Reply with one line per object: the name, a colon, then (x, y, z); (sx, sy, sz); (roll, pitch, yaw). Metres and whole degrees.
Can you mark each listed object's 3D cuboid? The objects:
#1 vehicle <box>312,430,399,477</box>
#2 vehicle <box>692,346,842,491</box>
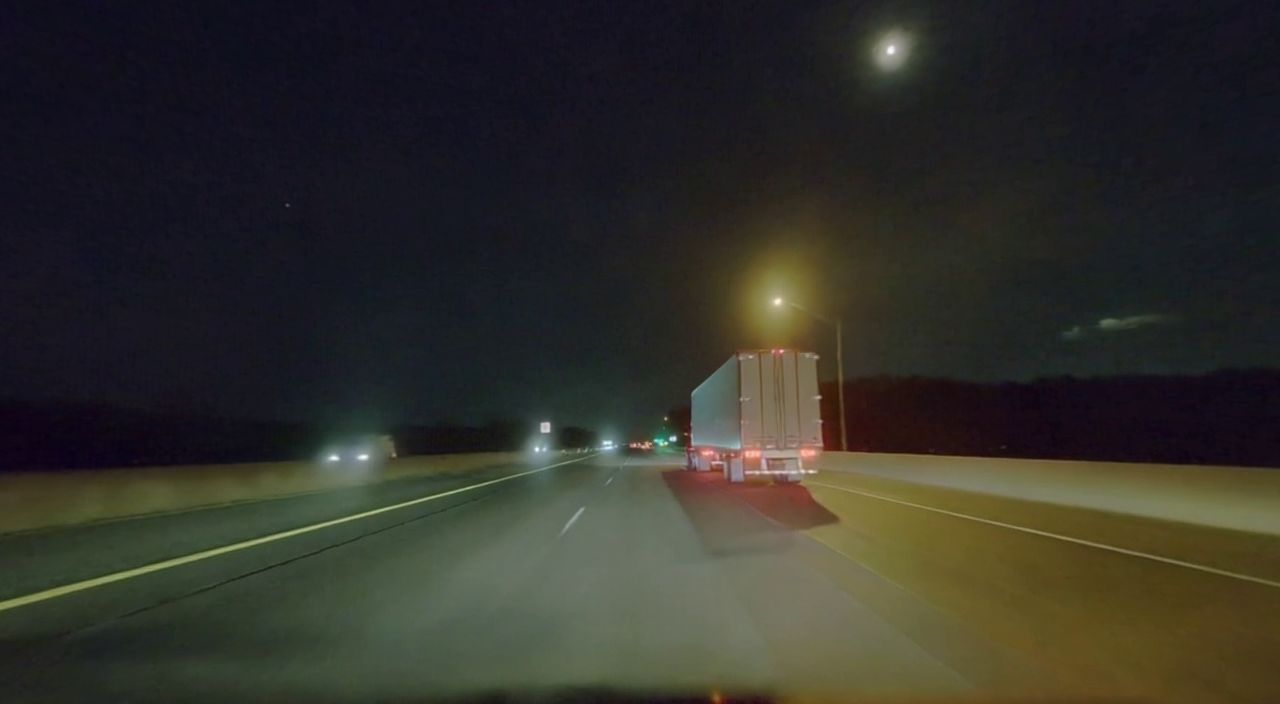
vehicle: (-18.303, 6.553, 40.845); (2.512, 2.796, 6.375); (0, -8, 1)
vehicle: (4.174, 2.917, 24.938); (2.933, 4.100, 14.317); (0, -8, 0)
